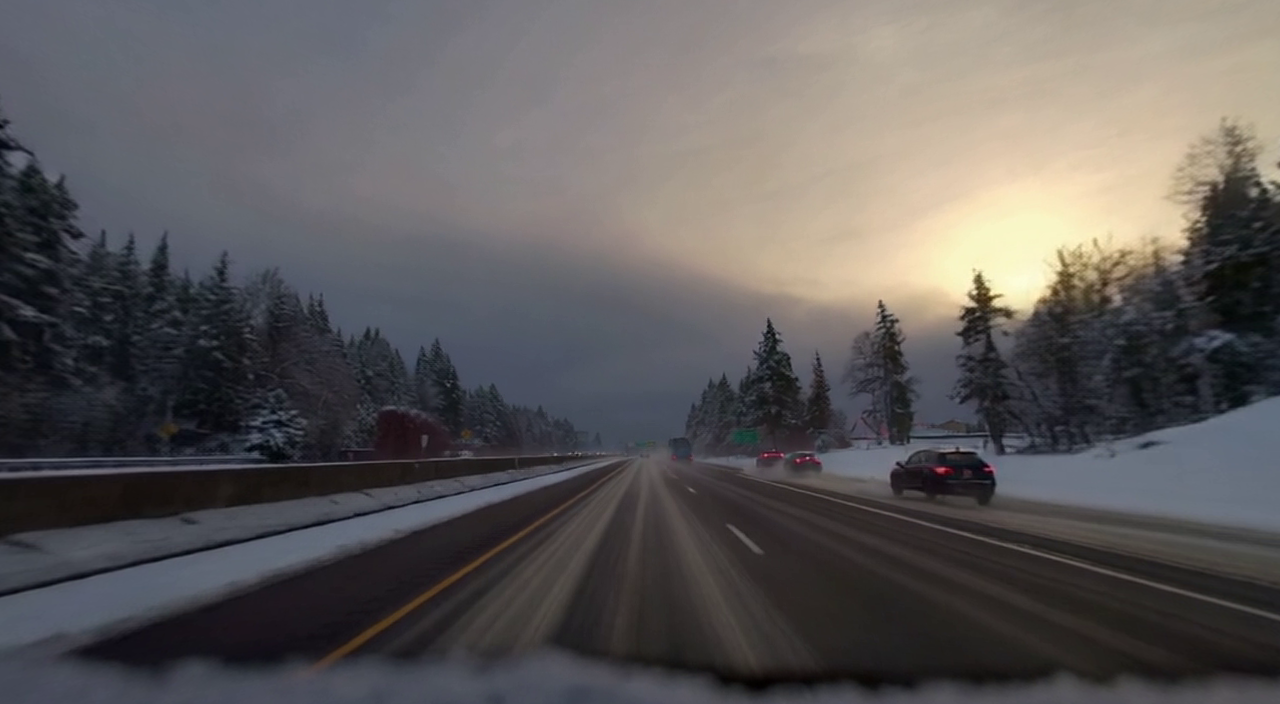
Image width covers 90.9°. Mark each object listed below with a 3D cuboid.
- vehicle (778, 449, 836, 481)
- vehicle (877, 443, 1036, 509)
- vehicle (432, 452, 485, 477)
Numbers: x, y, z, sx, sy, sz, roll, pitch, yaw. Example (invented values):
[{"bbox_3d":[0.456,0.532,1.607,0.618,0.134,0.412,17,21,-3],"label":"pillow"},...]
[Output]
[{"bbox_3d":[8.485,5.774,32.487,1.842,1.475,4.479,0,-9,1],"label":"vehicle"},{"bbox_3d":[8.187,3.224,16.883,1.907,1.495,4.517,0,-9,0],"label":"vehicle"},{"bbox_3d":[-11.532,7.179,40.270,1.957,1.454,4.414,-1,-9,2],"label":"vehicle"}]
